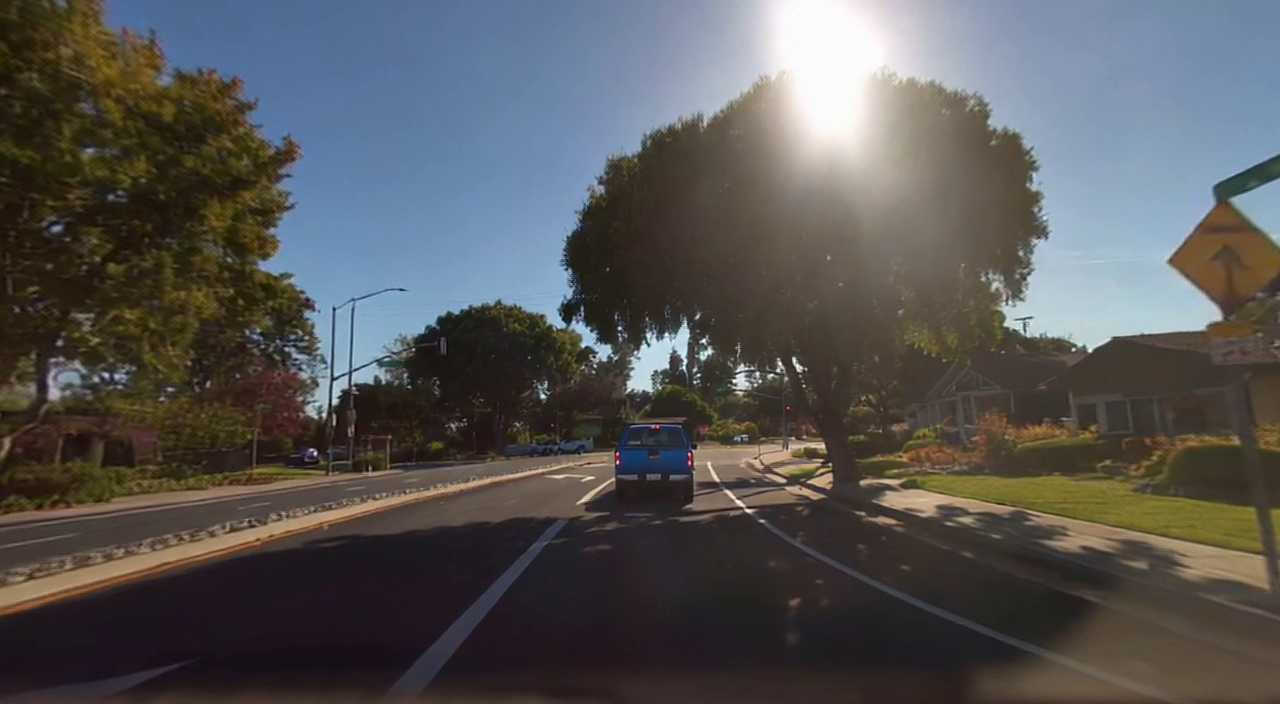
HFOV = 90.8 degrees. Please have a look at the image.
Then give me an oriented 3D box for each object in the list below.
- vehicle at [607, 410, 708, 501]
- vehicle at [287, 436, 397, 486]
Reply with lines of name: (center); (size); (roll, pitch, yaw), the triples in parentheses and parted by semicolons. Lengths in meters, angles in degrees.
vehicle: (0.477, 2.589, 16.060); (2.153, 1.942, 4.767); (0, -8, 2)
vehicle: (-12.586, 4.575, 27.106); (2.053, 1.822, 4.852); (-2, -7, 5)
